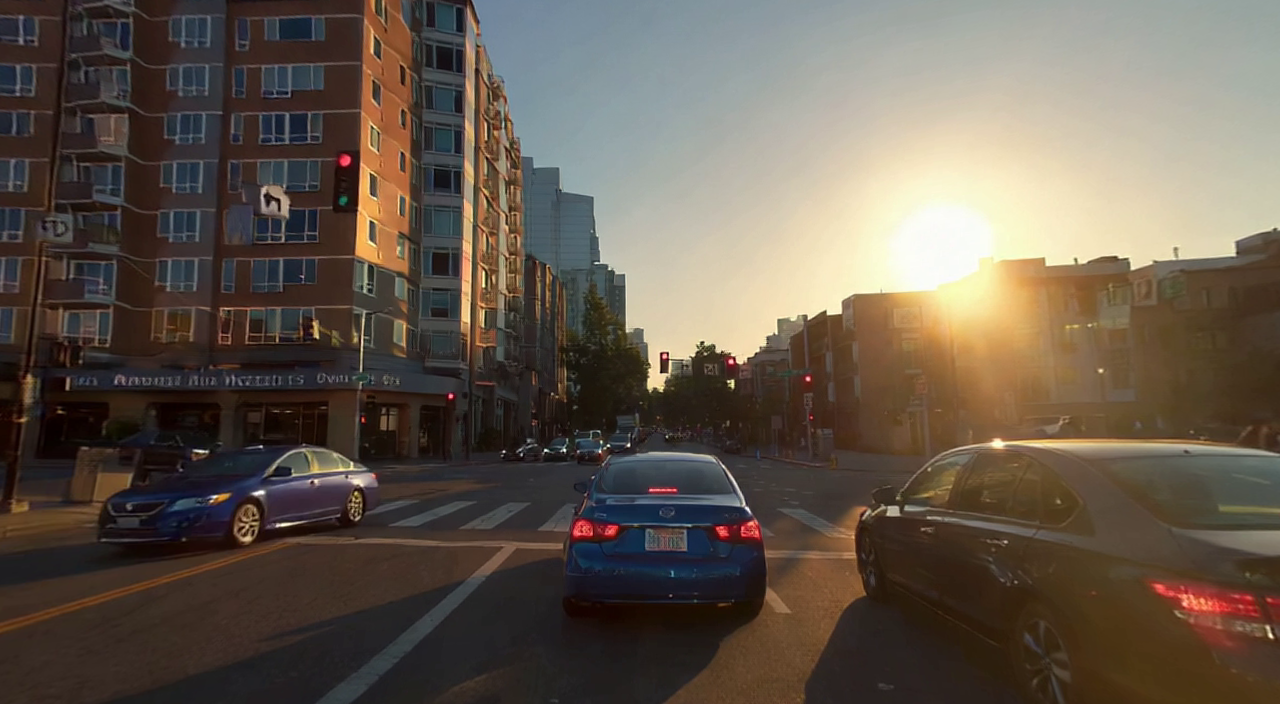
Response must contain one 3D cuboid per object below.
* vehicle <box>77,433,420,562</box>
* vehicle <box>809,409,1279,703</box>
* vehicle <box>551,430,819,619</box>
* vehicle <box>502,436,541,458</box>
[{"bbox_3d":[-5.828,2.146,10.161,1.953,1.564,4.344,-3,-9,19],"label":"vehicle"},{"bbox_3d":[2.811,1.287,4.568,1.961,1.498,4.356,0,-8,0],"label":"vehicle"},{"bbox_3d":[0.247,1.662,7.085,2.132,1.464,4.089,0,-8,-3],"label":"vehicle"},{"bbox_3d":[-9.053,7.285,48.395,2.030,1.596,3.912,-1,-8,3],"label":"vehicle"}]
